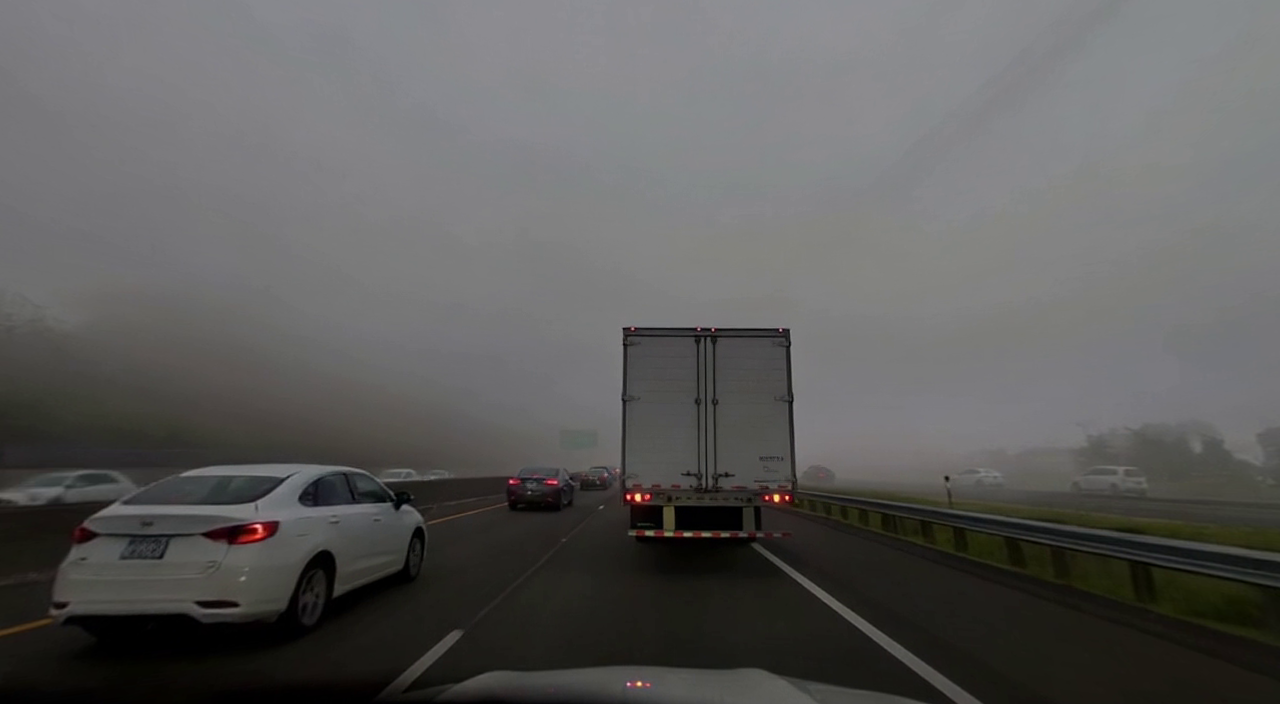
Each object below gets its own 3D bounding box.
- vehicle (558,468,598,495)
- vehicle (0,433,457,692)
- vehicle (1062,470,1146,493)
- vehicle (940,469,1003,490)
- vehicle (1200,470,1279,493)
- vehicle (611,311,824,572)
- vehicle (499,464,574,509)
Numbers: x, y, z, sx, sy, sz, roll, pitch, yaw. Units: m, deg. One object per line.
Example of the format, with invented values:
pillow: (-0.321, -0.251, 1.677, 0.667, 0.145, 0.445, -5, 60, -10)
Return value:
vehicle: (-3.530, 7.460, 36.462, 1.867, 1.418, 3.670, 0, -11, 1)
vehicle: (-3.519, 1.694, 6.180, 1.983, 1.509, 4.679, 1, -11, 1)
vehicle: (32.600, 9.095, 44.384, 4.299, 1.465, 1.807, -1, -11, 11)
vehicle: (25.330, 9.743, 48.304, 4.107, 1.485, 1.796, -4, -12, 25)
vehicle: (41.812, 9.030, 43.883, 3.974, 1.485, 1.709, 1, -11, -3)
vehicle: (0.966, 1.964, 12.926, 2.831, 3.529, 8.689, 1, -11, -1)
vehicle: (-3.758, 4.996, 23.671, 1.964, 1.482, 4.371, 0, -11, 1)
